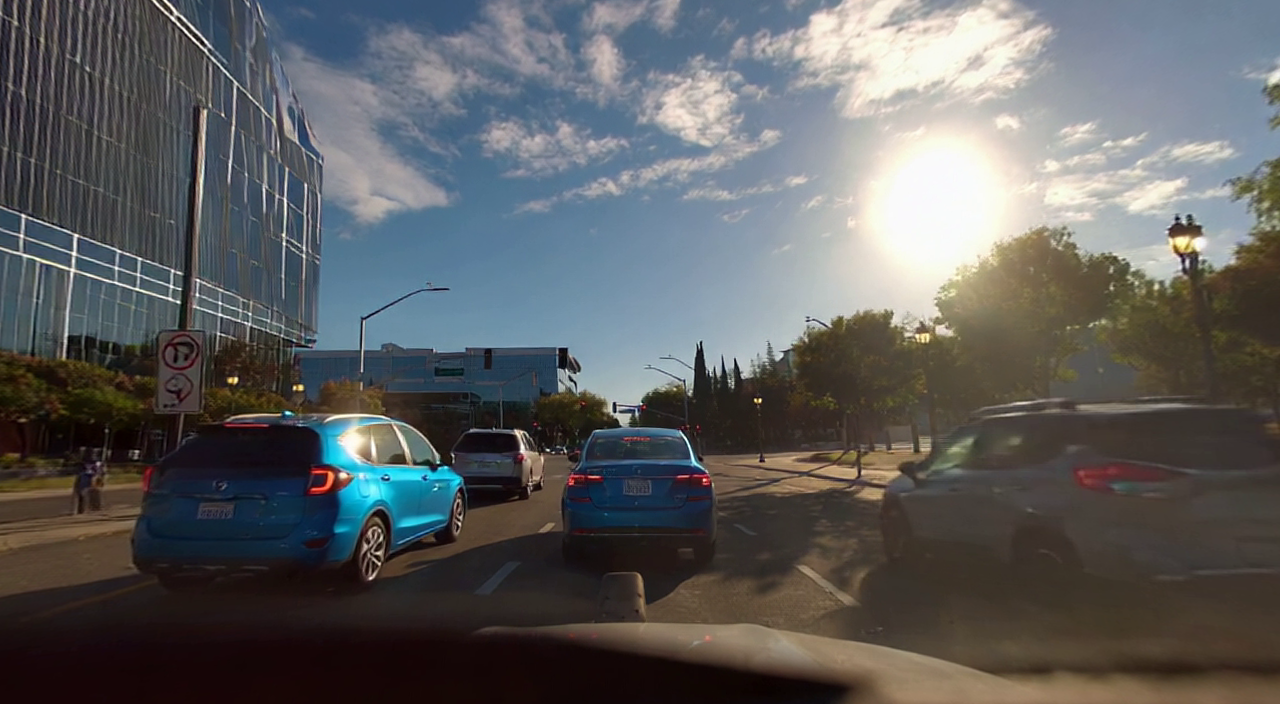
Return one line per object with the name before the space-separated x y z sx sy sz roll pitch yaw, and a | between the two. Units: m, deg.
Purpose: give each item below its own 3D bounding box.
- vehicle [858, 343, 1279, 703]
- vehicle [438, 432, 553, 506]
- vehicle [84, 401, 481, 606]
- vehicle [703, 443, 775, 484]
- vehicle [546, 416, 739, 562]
vehicle | 3.721 1.186 5.487 2.026 1.819 4.579 0 -8 0
vehicle | -3.616 3.005 16.694 2.068 1.678 4.199 0 -8 0
vehicle | -3.544 1.588 7.525 2.083 1.691 4.398 0 -8 1
vehicle | 3.724 4.285 24.621 2.082 1.445 4.426 0 -8 0
vehicle | -0.006 1.881 9.413 2.207 1.659 4.155 0 -8 -1
